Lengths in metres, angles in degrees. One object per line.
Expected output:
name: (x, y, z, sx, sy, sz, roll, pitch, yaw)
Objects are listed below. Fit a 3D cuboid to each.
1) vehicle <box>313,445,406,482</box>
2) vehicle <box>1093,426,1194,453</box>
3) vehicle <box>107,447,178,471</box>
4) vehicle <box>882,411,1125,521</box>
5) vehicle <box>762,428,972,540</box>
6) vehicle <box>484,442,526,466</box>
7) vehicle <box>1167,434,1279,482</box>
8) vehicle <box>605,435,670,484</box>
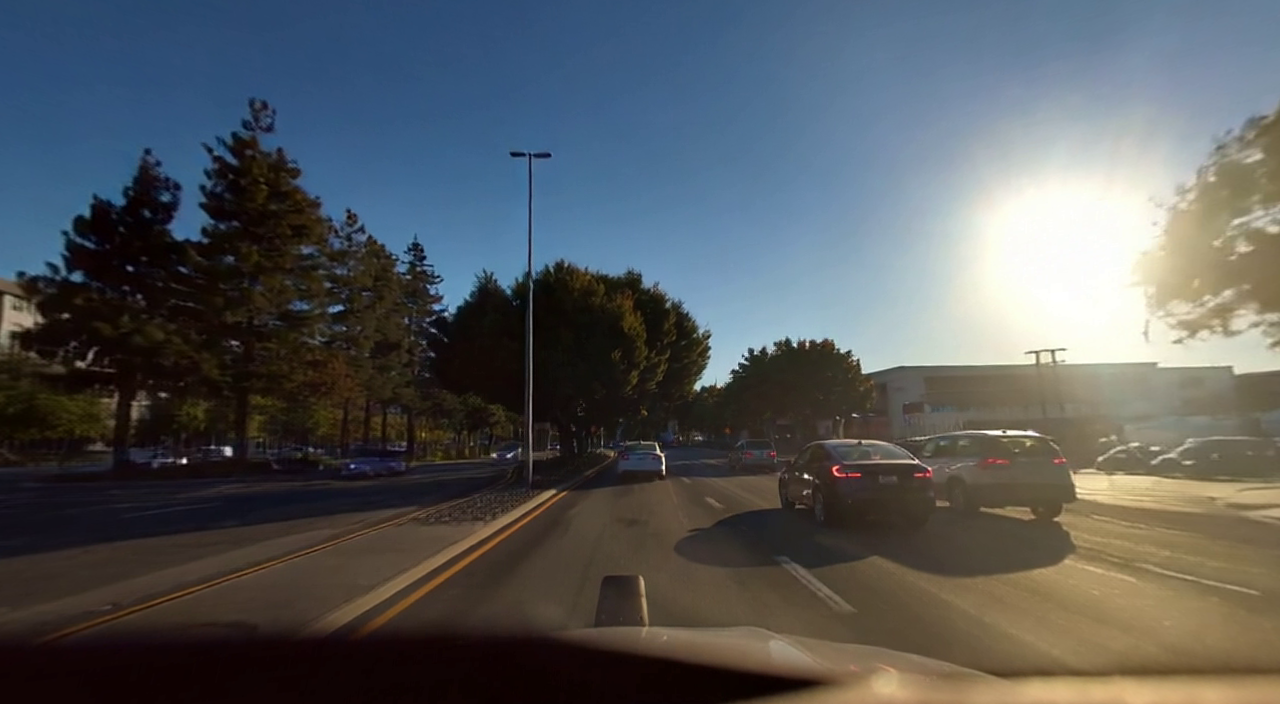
vehicle: (-12.029, 4.785, 27.476, 1.931, 1.477, 4.630, 0, -8, 0)
vehicle: (37.501, 6.523, 47.128, 5.573, 1.973, 2.229, 0, -8, 0)
vehicle: (-36.898, 7.928, 46.999, 1.944, 1.576, 4.005, -3, -8, 1)
vehicle: (6.957, 2.243, 12.879, 2.134, 1.810, 4.590, 0, -8, -1)
vehicle: (3.411, 2.060, 10.505, 1.858, 1.466, 4.230, 0, -8, -1)
vehicle: (-9.034, 6.866, 42.539, 1.895, 1.503, 4.237, 0, -8, 0)
vehicle: (20.795, 3.700, 21.854, 4.354, 1.486, 1.970, 5, -10, -21)
vehicle: (-0.093, 3.595, 21.334, 1.994, 1.479, 3.647, 0, -8, 0)
